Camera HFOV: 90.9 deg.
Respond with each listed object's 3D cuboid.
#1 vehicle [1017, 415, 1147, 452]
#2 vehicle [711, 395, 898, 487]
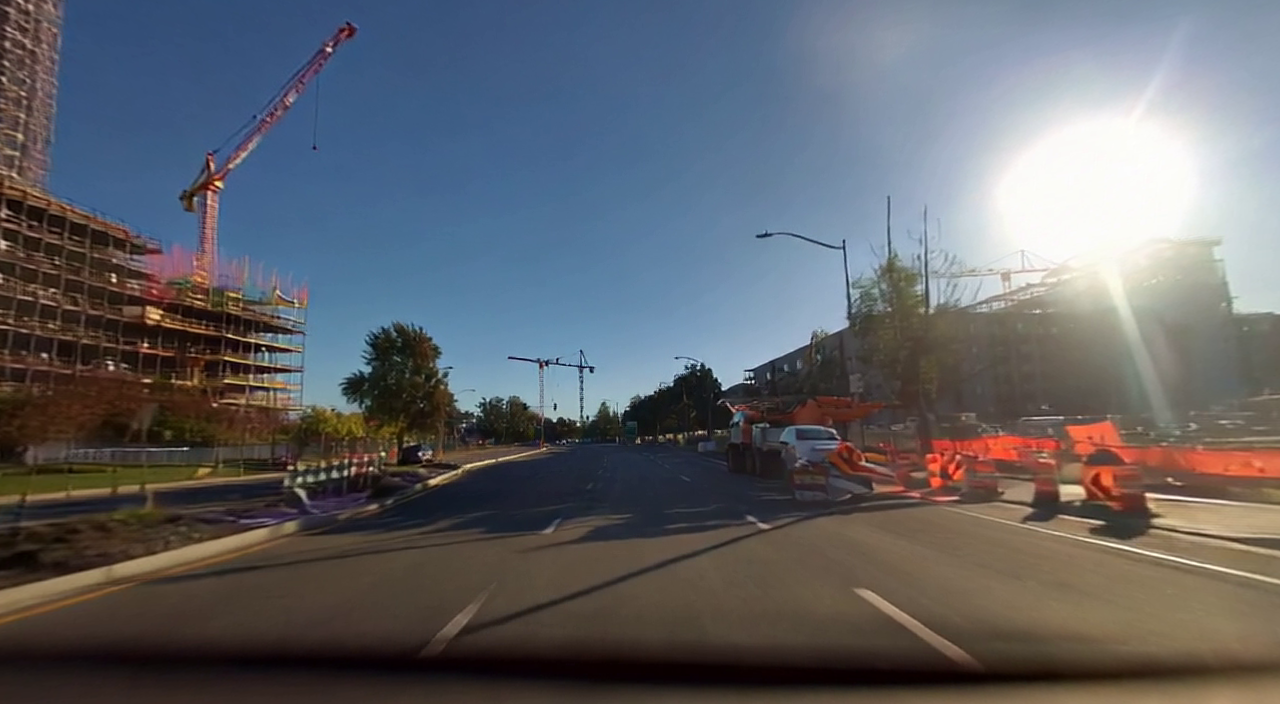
[{"bbox_3d":[25.527,4.788,36.661,2.420,1.790,5.514,0,-8,-34],"label":"vehicle"},{"bbox_3d":[5.944,3.479,24.520,3.060,2.963,7.552,3,-9,-22],"label":"vehicle"}]
